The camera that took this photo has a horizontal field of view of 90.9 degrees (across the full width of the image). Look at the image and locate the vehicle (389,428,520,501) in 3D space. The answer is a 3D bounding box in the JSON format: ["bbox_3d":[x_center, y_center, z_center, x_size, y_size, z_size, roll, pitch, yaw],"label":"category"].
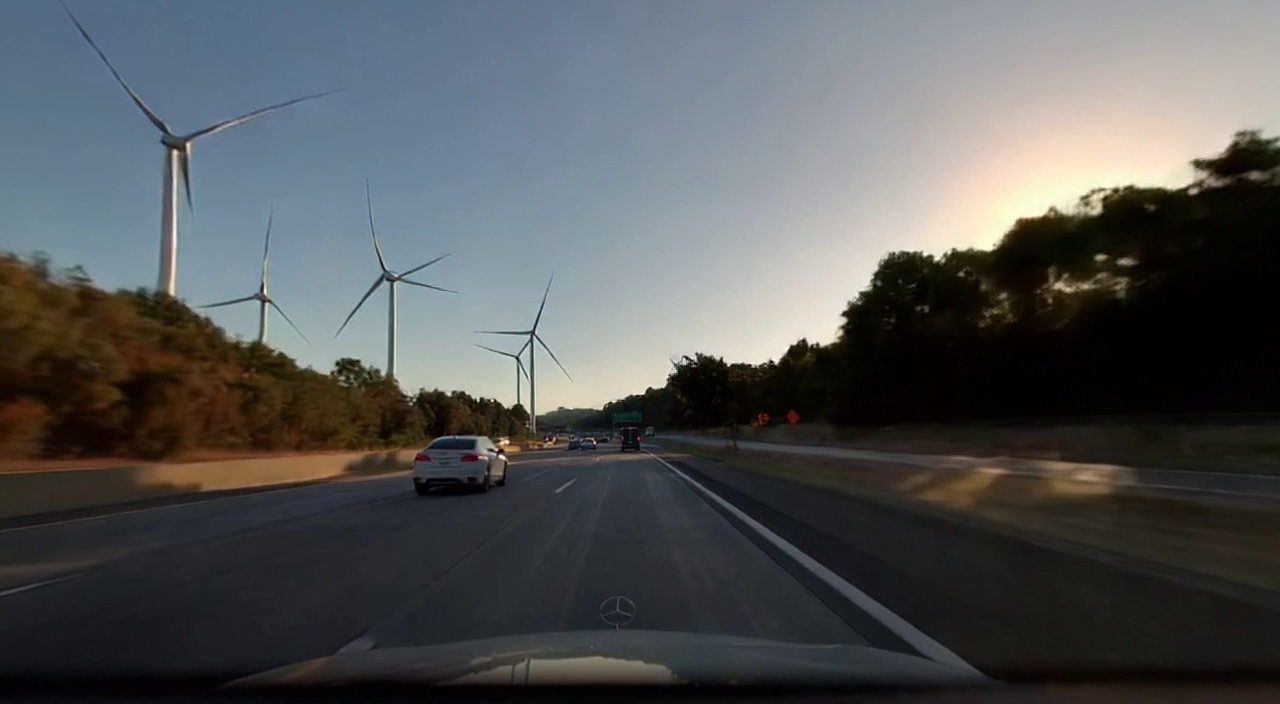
[{"bbox_3d":[-4.246,2.613,15.159,1.950,1.511,3.965,0,-8,0],"label":"vehicle"}]
